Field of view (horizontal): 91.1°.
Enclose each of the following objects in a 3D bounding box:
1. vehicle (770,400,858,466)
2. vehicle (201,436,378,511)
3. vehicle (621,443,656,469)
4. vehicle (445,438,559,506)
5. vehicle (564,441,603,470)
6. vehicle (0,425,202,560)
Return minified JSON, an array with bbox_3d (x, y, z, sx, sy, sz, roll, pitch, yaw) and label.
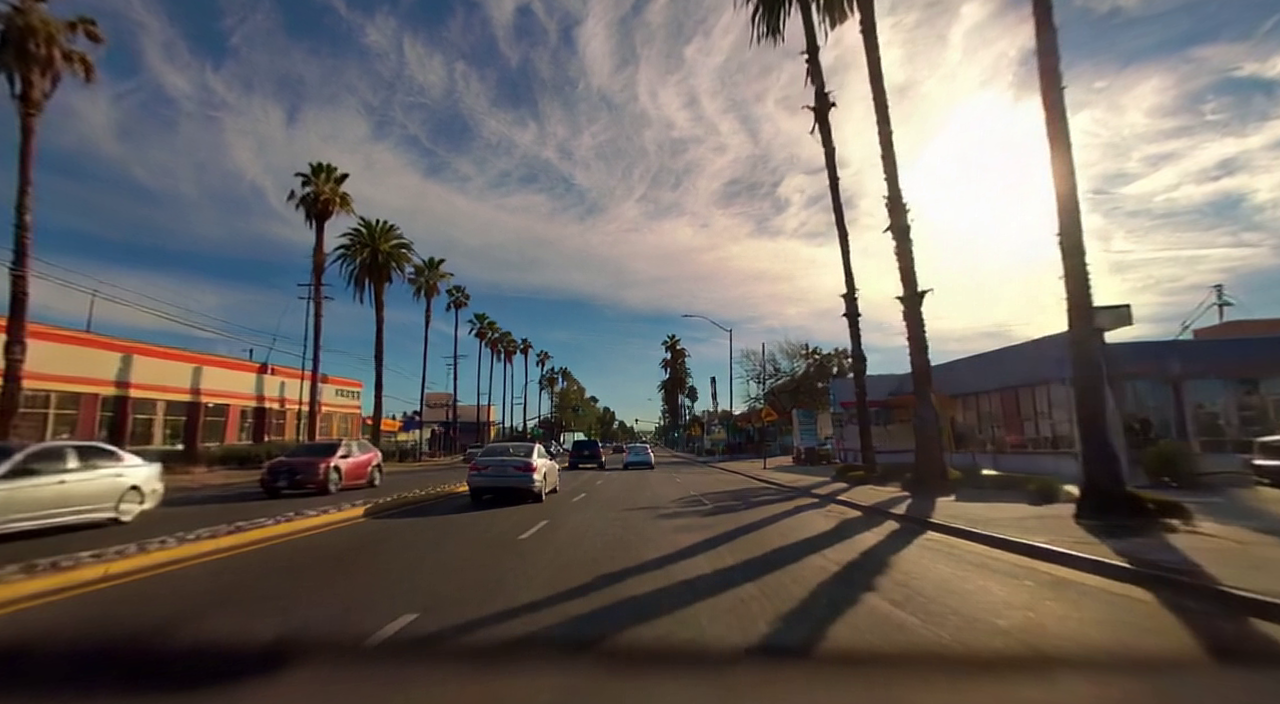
[{"bbox_3d":[10.008,4.824,37.119,2.878,3.388,8.331,-1,-8,1],"label":"vehicle"},{"bbox_3d":[-8.541,2.971,15.887,1.928,1.532,4.533,-2,-9,-1],"label":"vehicle"},{"bbox_3d":[-0.097,6.517,39.485,2.094,1.496,4.070,0,-8,0],"label":"vehicle"},{"bbox_3d":[-3.391,3.031,16.386,1.904,1.513,4.410,0,-8,1],"label":"vehicle"},{"bbox_3d":[-3.340,6.211,37.996,1.979,1.634,3.957,0,-8,0],"label":"vehicle"},{"bbox_3d":[-8.488,1.874,8.703,1.893,1.576,4.075,-2,-9,0],"label":"vehicle"}]
